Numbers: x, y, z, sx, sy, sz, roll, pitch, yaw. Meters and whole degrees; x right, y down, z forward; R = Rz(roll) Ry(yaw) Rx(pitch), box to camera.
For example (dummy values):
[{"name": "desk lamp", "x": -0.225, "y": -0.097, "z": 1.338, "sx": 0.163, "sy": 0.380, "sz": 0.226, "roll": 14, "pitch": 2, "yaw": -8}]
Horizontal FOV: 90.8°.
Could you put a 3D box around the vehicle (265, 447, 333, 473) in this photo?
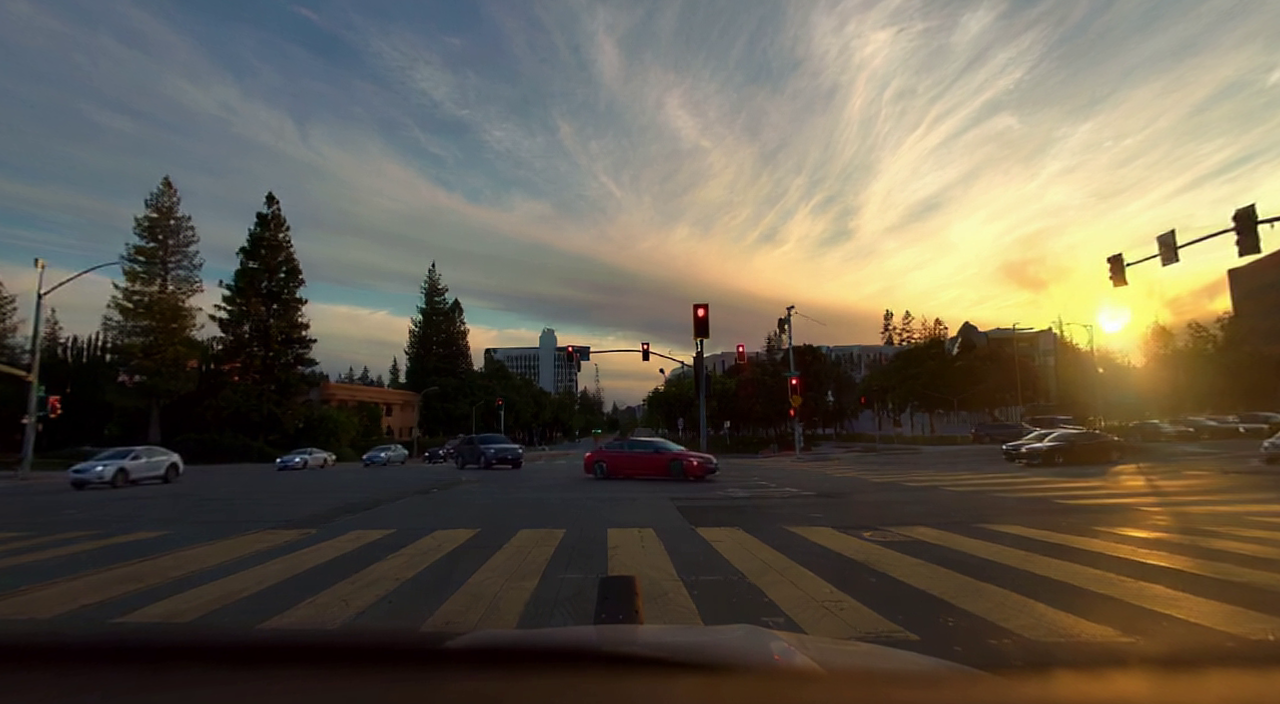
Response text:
[{"name": "vehicle", "x": -23.213, "y": 7.353, "z": 43.219, "sx": 2.041, "sy": 1.642, "sz": 4.628, "roll": 0, "pitch": -9, "yaw": 0}]

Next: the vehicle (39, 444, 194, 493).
[{"name": "vehicle", "x": -19.538, "y": 4.337, "z": 23.916, "sx": 1.924, "sy": 1.656, "sz": 4.593, "roll": 0, "pitch": -9, "yaw": 0}]

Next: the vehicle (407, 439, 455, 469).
[{"name": "vehicle", "x": -12.599, "y": 6.148, "z": 38.349, "sx": 1.982, "sy": 1.678, "sz": 4.180, "roll": 1, "pitch": -9, "yaw": -8}]

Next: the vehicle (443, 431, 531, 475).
[{"name": "vehicle", "x": -7.200, "y": 4.685, "z": 29.417, "sx": 2.017, "sy": 1.877, "sz": 4.767, "roll": 7, "pitch": -11, "yaw": -40}]

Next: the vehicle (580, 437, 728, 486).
[{"name": "vehicle", "x": 0.422, "y": 3.672, "z": 21.411, "sx": 4.532, "sy": 1.467, "sz": 2.135, "roll": -6, "pitch": -10, "yaw": 32}]

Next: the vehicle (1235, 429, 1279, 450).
[{"name": "vehicle", "x": 45.677, "y": 6.275, "z": 45.252, "sx": 1.786, "sy": 1.412, "sz": 4.330, "roll": 0, "pitch": -9, "yaw": 0}]
